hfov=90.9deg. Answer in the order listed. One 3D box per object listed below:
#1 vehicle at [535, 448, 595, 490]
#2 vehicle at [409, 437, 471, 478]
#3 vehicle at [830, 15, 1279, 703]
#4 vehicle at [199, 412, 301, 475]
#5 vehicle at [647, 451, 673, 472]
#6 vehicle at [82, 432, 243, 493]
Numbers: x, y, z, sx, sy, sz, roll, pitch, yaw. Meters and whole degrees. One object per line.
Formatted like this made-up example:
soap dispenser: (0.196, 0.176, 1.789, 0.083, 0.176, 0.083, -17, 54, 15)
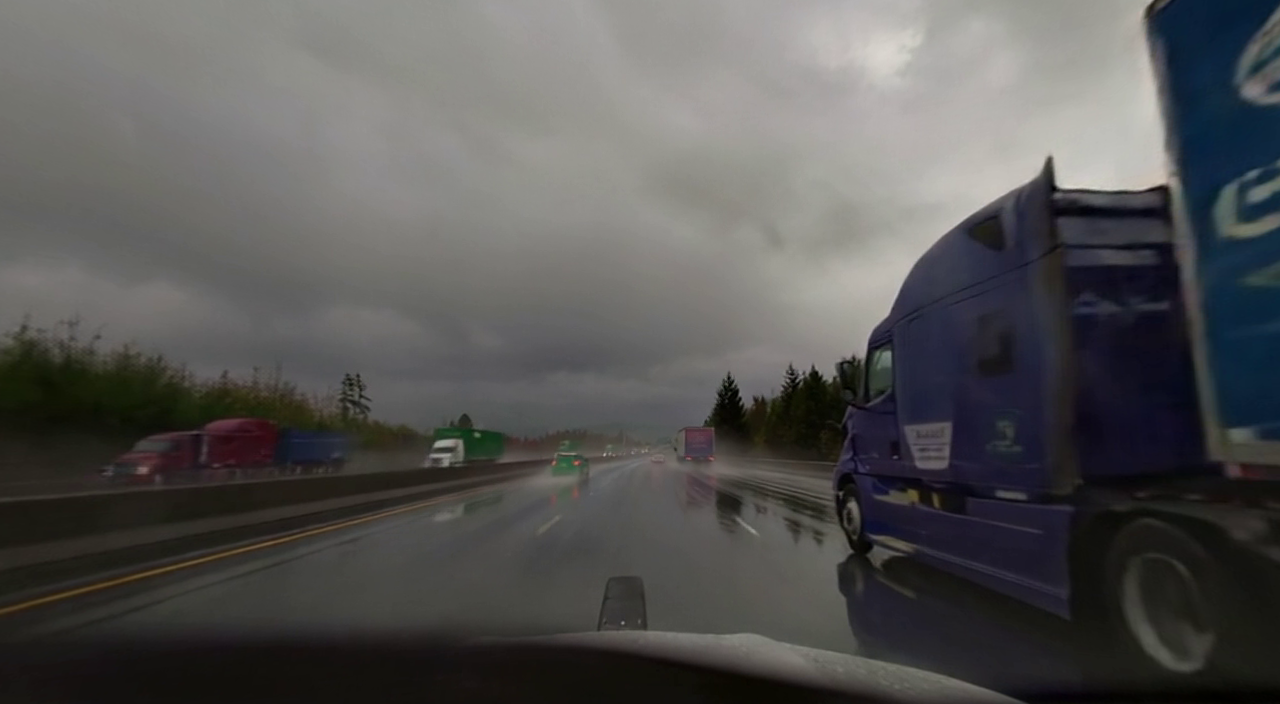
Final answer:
vehicle: (-3.033, 4.867, 26.499, 1.960, 1.579, 4.384, 0, -9, 0)
vehicle: (-14.137, 7.489, 44.897, 2.210, 2.679, 5.840, -1, -9, 3)
vehicle: (4.411, 0.368, 6.356, 3.020, 3.962, 5.781, 0, -9, -1)
vehicle: (-22.301, 5.313, 36.377, 2.385, 3.298, 5.011, -1, -9, 2)
vehicle: (1.567, 8.622, 49.797, 1.957, 1.541, 4.099, 0, -9, 1)
vehicle: (-22.398, 5.228, 30.098, 2.614, 2.602, 6.122, 0, -9, 2)
